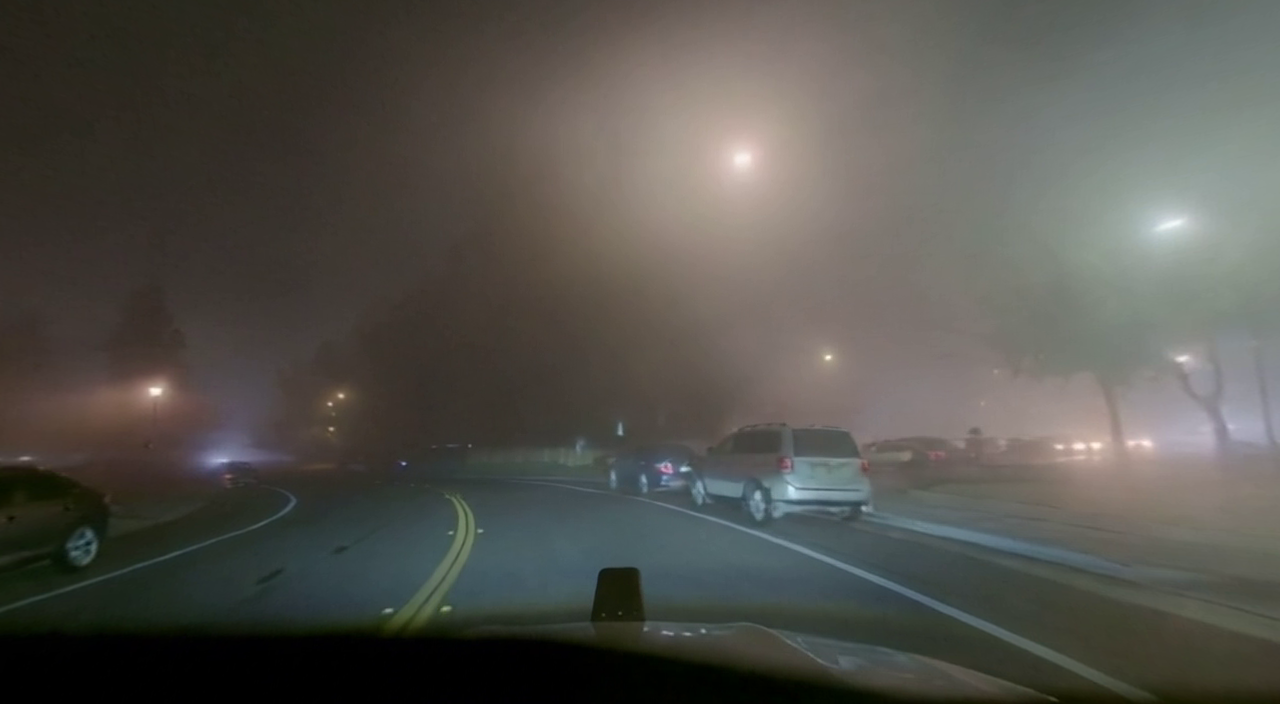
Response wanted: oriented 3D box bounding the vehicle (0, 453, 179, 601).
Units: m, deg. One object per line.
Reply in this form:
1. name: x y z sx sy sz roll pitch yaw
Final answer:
1. vehicle: -8.222 2.177 8.004 2.142 1.483 4.629 -3 -7 -13

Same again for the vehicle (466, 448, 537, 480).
1. vehicle: -7.197 5.695 32.512 1.884 1.508 4.713 5 -10 -34

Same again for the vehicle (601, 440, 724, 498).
1. vehicle: 0.502 3.448 19.150 2.066 1.509 4.579 3 -9 -21

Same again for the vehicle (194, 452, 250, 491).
1. vehicle: -23.553 6.607 35.482 2.171 1.838 5.344 2 -8 -38

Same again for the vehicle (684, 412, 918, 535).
1. vehicle: 2.618 2.153 11.936 2.289 1.785 4.944 1 -8 -12

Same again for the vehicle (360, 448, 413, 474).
1. vehicle: -19.961 8.521 49.535 2.255 1.863 5.629 6 -10 -38

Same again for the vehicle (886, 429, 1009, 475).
1. vehicle: 11.457 3.659 23.448 4.577 1.531 2.098 6 -10 -36

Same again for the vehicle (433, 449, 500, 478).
1. vehicle: -10.151 6.454 36.805 2.016 1.509 4.789 6 -10 -38
